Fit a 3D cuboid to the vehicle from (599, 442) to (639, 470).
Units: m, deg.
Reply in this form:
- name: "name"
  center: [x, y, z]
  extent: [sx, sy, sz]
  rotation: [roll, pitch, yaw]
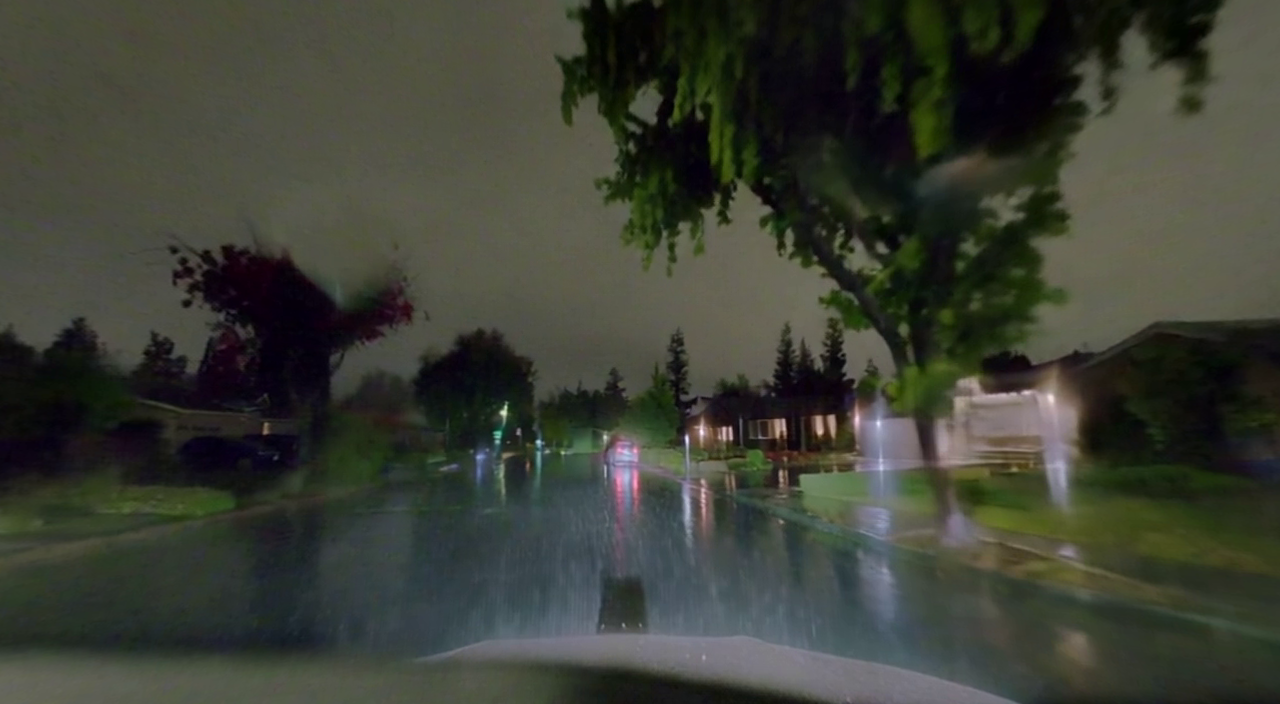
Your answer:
- name: "vehicle"
  center: [-1.283, 6.023, 36.656]
  extent: [2.088, 1.429, 4.796]
  rotation: [1, -8, -5]

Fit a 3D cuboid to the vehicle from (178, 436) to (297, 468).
- name: "vehicle"
  center: [-19.265, 4.816, 30.184]
  extent: [4.344, 1.483, 1.928]
  rotation: [0, -9, -1]
